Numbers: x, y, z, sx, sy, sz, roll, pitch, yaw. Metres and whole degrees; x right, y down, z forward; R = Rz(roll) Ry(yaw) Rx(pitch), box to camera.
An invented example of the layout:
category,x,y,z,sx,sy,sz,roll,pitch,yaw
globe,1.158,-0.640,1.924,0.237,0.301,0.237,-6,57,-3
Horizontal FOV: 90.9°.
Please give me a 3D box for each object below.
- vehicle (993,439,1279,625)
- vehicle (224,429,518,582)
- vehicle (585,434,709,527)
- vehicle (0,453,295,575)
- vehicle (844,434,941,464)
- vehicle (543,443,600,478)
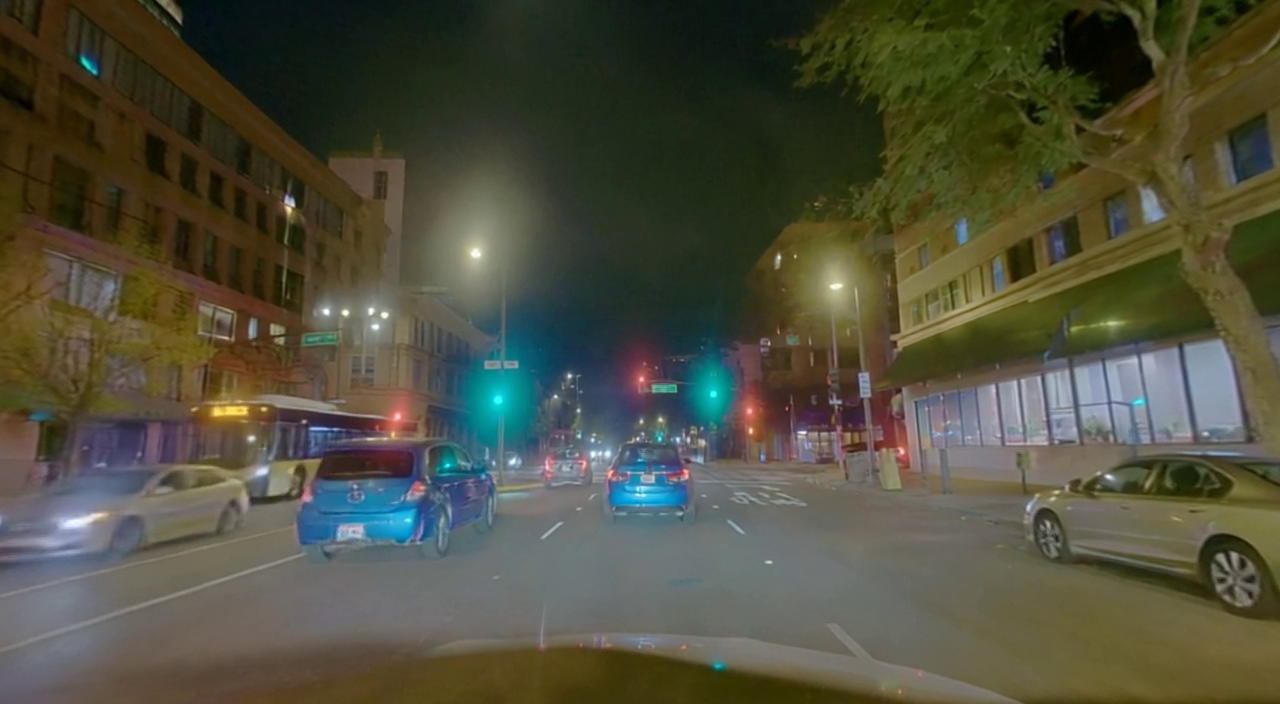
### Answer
category,x,y,z,sx,sy,sz,roll,pitch,yaw
vehicle,5.994,1.677,6.654,1.873,1.453,4.579,0,-9,0
vehicle,-3.115,1.869,8.581,1.970,1.492,4.534,0,-9,0
vehicle,0.083,2.368,12.108,2.022,1.481,3.564,0,-9,-1
vehicle,-7.321,2.200,9.362,1.964,1.341,4.149,-1,-9,2
vehicle,16.433,6.346,41.261,5.345,1.811,2.175,0,-9,-1
vehicle,-3.037,4.923,28.835,2.131,1.486,4.089,0,-9,0
